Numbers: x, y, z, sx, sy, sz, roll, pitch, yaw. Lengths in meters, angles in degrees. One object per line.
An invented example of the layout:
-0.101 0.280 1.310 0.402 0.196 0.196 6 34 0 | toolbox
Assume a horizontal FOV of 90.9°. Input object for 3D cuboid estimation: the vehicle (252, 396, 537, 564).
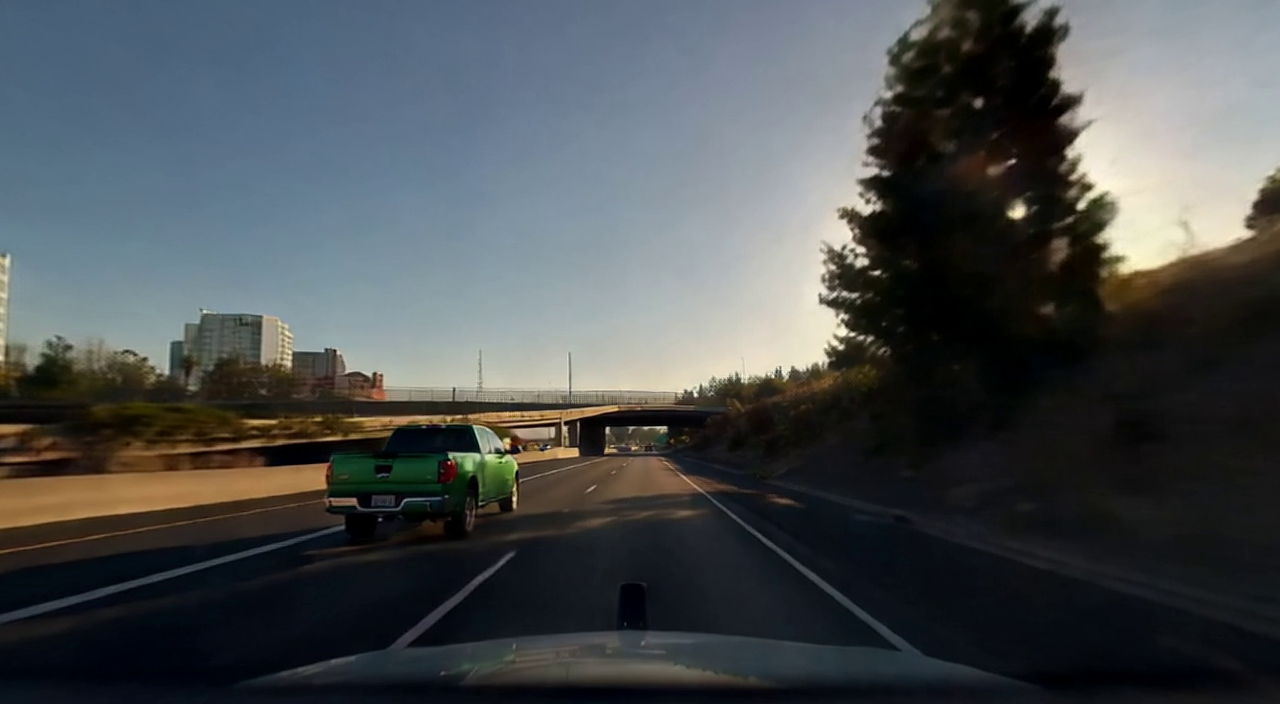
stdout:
-3.303 1.901 10.174 2.350 1.932 5.562 0 -8 0 | vehicle
